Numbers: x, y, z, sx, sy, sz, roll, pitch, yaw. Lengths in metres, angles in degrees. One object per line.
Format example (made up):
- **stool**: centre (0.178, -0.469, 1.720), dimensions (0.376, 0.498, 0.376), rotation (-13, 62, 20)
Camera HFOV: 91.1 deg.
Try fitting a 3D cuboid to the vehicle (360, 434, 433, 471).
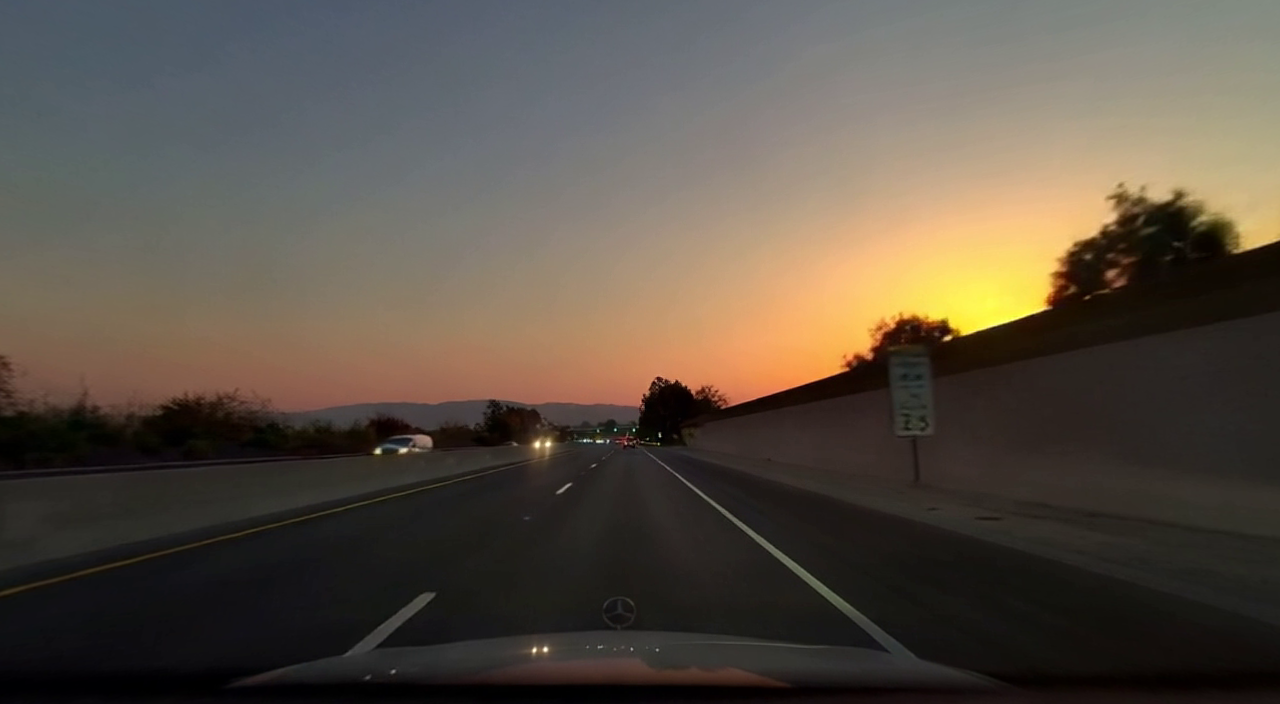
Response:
- **vehicle**: centre (-13.839, 5.698, 36.079), dimensions (2.136, 1.968, 5.178), rotation (0, -8, 0)
